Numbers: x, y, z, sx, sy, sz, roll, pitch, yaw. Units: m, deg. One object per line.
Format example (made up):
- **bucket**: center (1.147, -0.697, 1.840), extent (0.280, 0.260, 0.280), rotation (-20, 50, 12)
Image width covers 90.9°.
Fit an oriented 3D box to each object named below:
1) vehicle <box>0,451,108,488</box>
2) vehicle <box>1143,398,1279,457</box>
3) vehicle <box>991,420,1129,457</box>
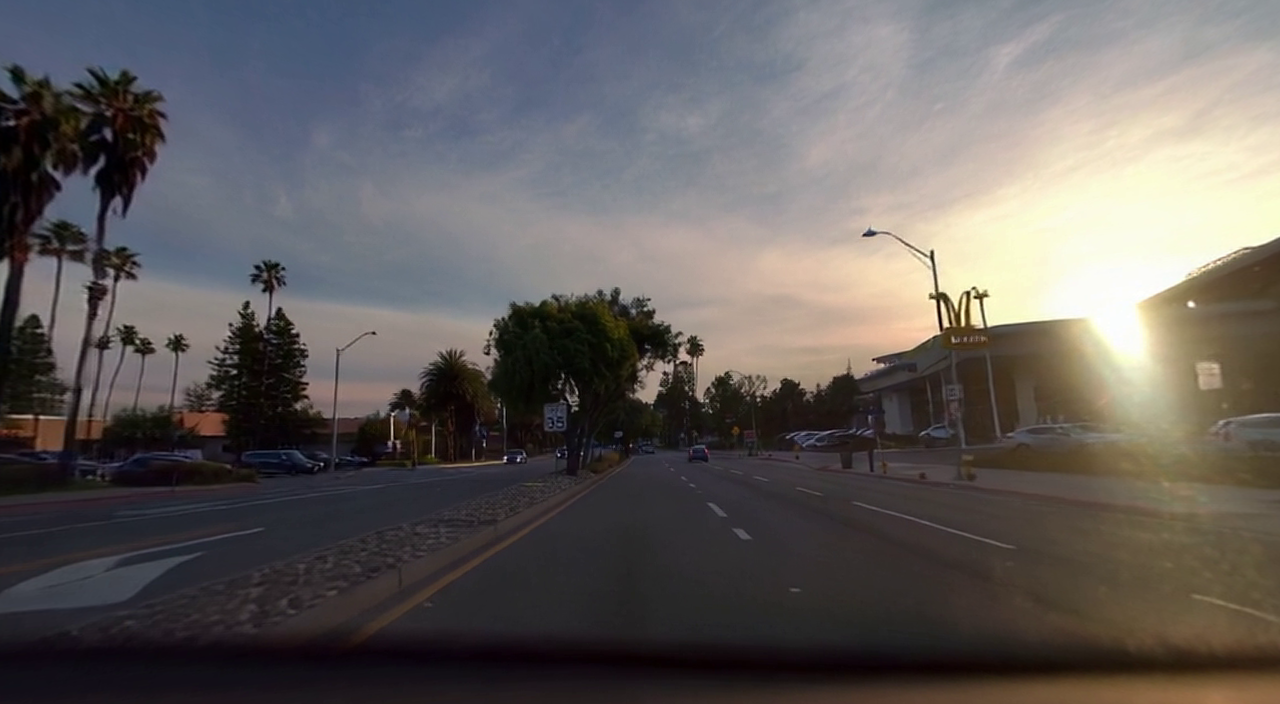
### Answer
- **vehicle**: center (-27.898, 5.442, 29.620), extent (2.067, 1.563, 4.043), rotation (-1, -8, 4)
- **vehicle**: center (19.170, 2.359, 19.553), extent (5.123, 1.730, 2.183), rotation (-1, -8, 4)
- **vehicle**: center (18.618, 3.877, 28.162), extent (4.691, 1.545, 1.900), rotation (-1, -8, 4)
